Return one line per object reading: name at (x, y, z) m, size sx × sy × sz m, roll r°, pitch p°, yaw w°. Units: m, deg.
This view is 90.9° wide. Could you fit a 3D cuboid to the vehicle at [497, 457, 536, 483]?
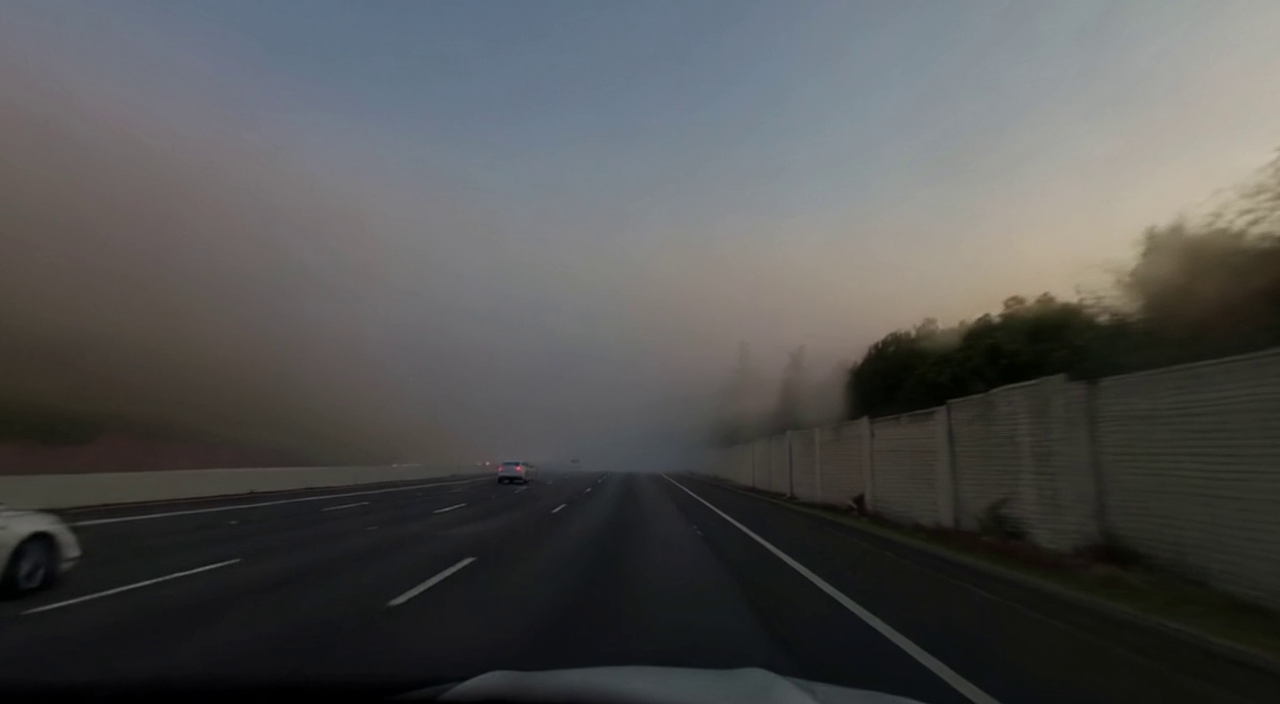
vehicle at (-7.853, 7.519, 40.347) m, size 1.742 × 1.494 × 3.795 m, roll 0°, pitch -9°, yaw 0°
